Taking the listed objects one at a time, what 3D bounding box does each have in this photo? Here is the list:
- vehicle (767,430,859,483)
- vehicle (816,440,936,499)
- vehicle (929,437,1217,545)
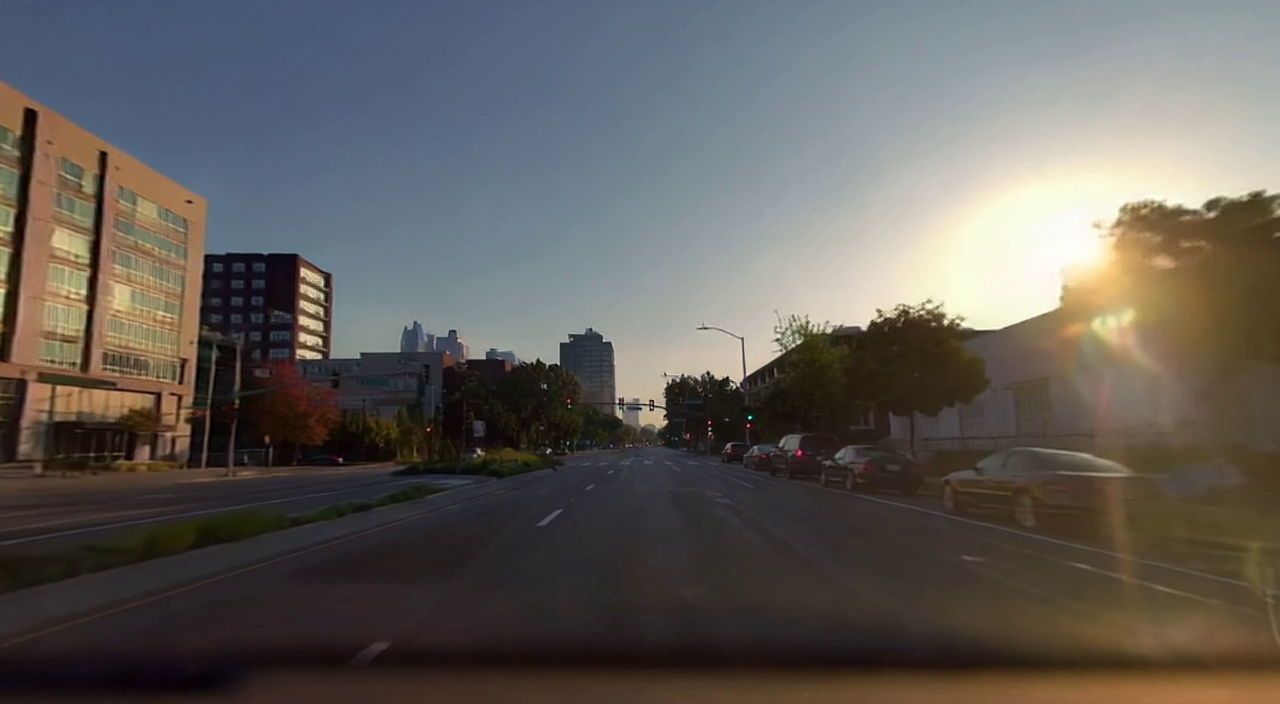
[{"bbox_3d":[6.719,4.147,25.072,2.169,1.876,4.931,0,-9,-1],"label":"vehicle"},{"bbox_3d":[6.796,3.415,18.664,1.863,1.512,4.525,0,-9,1],"label":"vehicle"},{"bbox_3d":[6.968,2.247,10.857,1.864,1.466,4.352,0,-9,0],"label":"vehicle"}]
